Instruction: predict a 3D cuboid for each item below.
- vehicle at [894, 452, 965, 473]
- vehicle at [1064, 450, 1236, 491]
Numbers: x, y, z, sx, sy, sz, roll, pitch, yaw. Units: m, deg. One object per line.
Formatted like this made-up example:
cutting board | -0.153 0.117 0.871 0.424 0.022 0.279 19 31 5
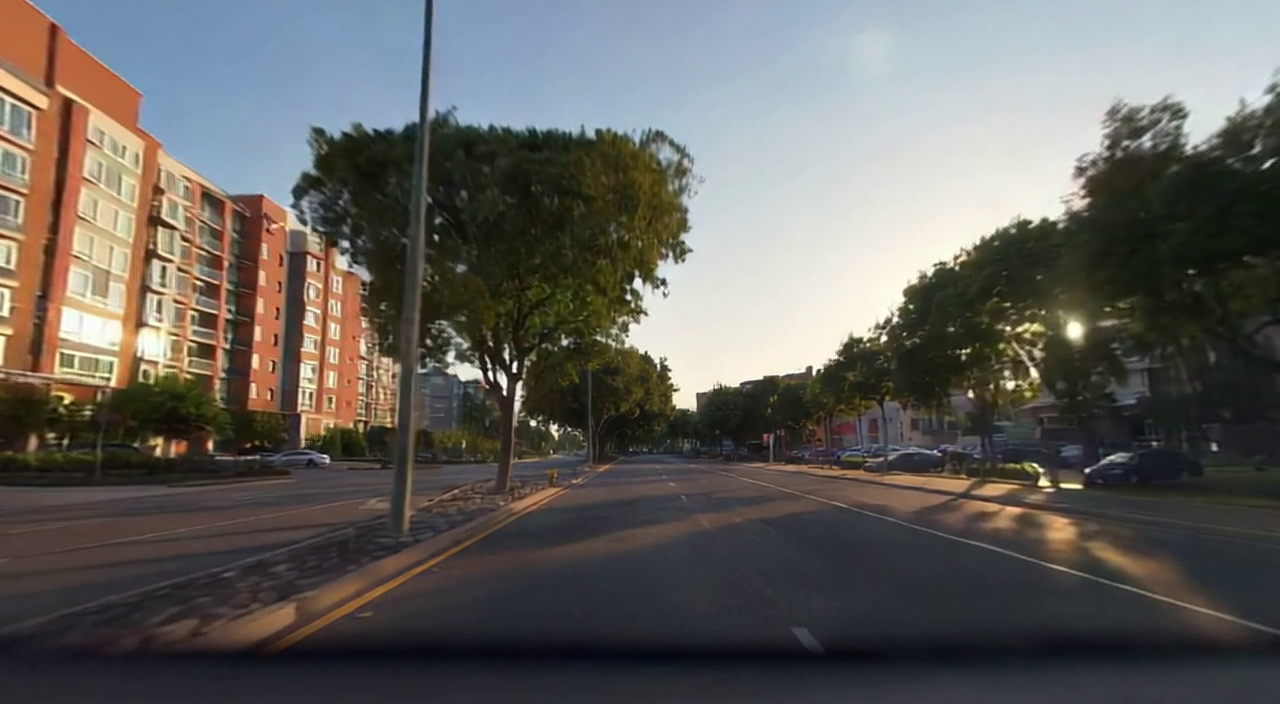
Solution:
vehicle | 20.150 7.680 44.038 3.975 1.387 1.914 0 -9 -2
vehicle | 20.159 4.674 25.170 4.983 1.542 2.099 0 -9 1
